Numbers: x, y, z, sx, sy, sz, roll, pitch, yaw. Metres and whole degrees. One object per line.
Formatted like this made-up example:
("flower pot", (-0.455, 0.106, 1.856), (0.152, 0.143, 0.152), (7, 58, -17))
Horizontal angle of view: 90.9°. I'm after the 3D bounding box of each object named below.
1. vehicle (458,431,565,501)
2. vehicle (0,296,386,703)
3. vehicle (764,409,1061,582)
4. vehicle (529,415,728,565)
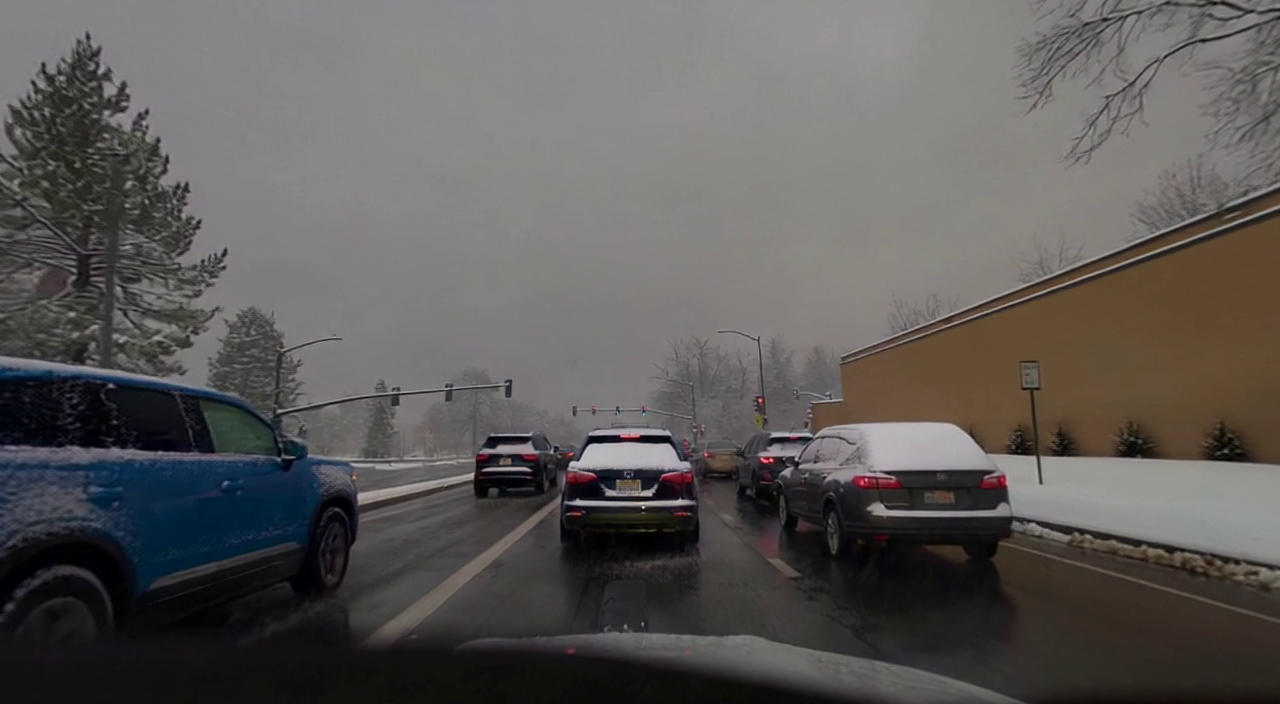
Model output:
("vehicle", (-3.563, 3.250, 18.458), (2.067, 1.759, 4.631), (0, -8, 1))
("vehicle", (-3.550, 0.955, 3.887), (2.070, 1.913, 4.450), (0, -8, 0))
("vehicle", (3.142, 1.742, 8.467), (2.029, 1.702, 4.281), (0, -8, 0))
("vehicle", (-0.097, 1.845, 9.128), (2.245, 1.677, 3.913), (0, -8, 1))
